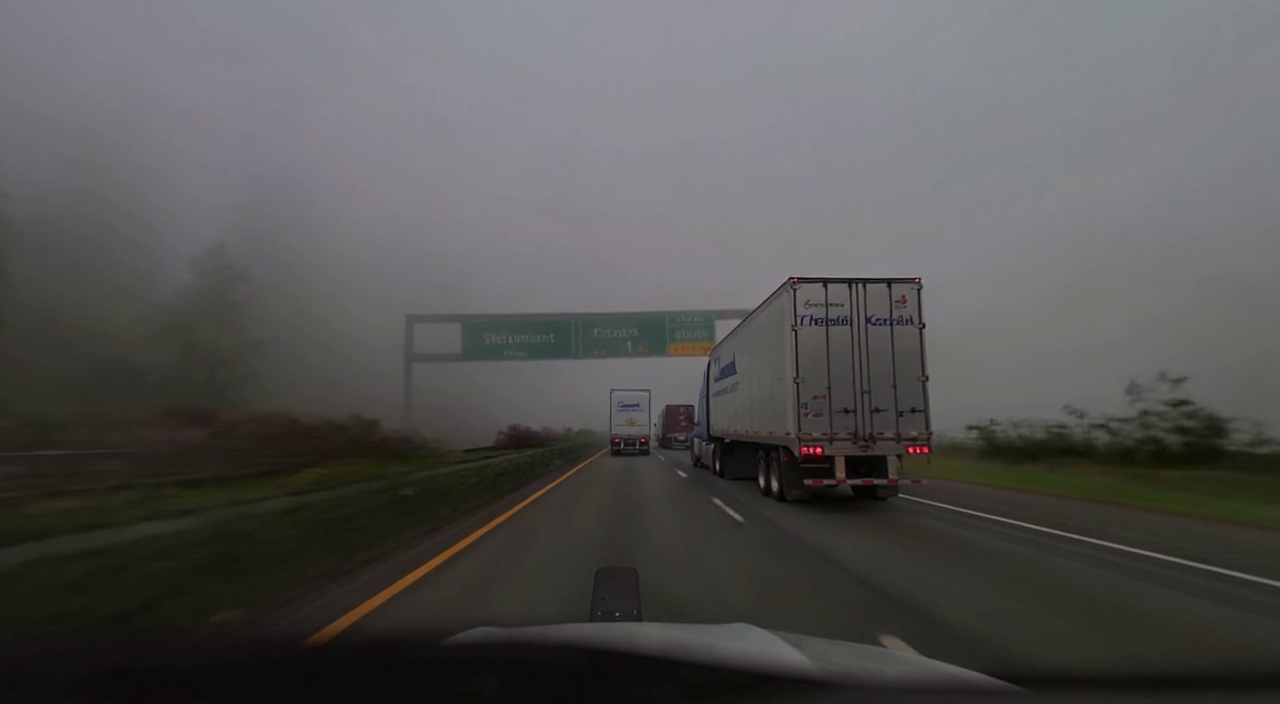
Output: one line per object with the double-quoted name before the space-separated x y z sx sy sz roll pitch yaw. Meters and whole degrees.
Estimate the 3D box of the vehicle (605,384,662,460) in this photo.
"vehicle" -0.385 4.322 37.936 2.958 3.917 10.196 0 -8 -1

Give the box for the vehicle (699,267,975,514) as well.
"vehicle" 3.949 1.568 17.794 2.856 4.145 14.500 0 -8 -1
